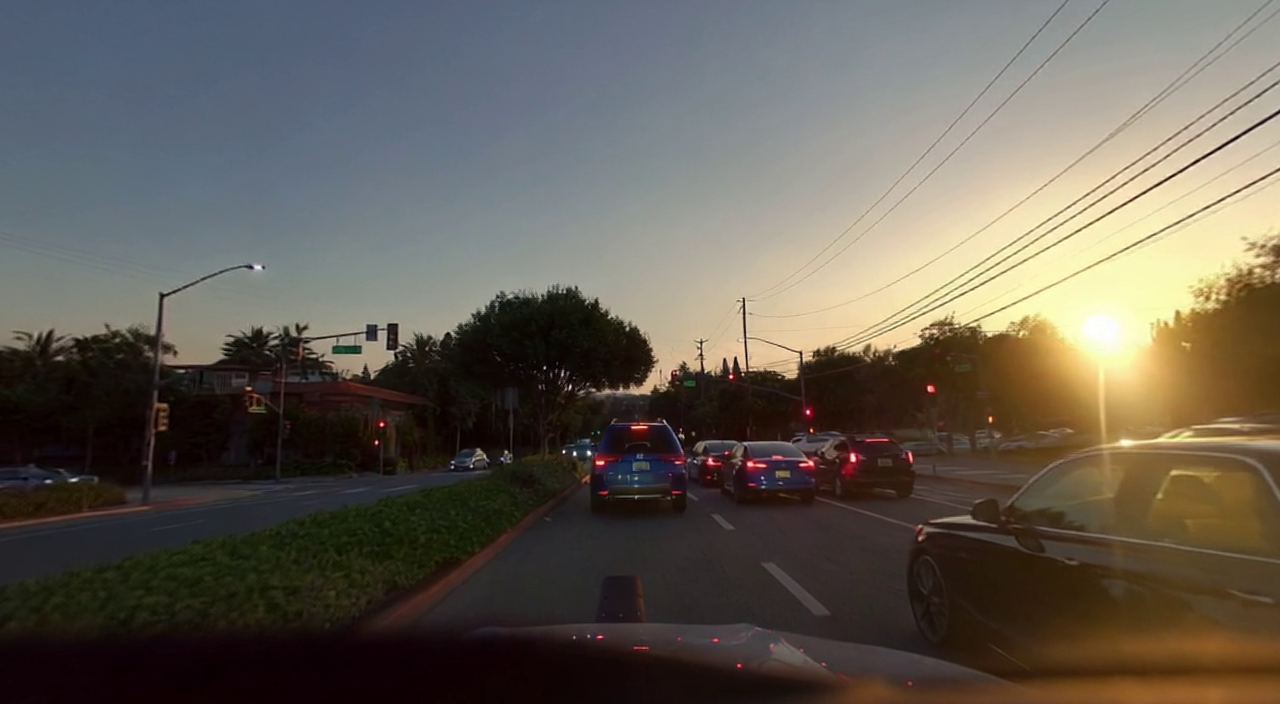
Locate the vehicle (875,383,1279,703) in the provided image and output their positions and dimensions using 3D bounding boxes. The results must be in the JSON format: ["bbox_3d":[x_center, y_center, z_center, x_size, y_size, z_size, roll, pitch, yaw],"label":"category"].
[{"bbox_3d":[2.770,0.932,2.500,2.004,1.460,4.297,0,-9,0],"label":"vehicle"}]

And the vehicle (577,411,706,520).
[{"bbox_3d":[0.008,2.334,13.424,2.236,1.856,4.816,0,-9,0],"label":"vehicle"}]

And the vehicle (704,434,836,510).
[{"bbox_3d":[2.790,2.694,14.663,2.025,1.477,4.333,0,-9,-1],"label":"vehicle"}]

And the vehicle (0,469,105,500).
[{"bbox_3d":[-33.260,7.411,35.443,4.550,1.601,1.766,1,-9,-7],"label":"vehicle"}]

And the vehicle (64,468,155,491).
[{"bbox_3d":[-37.897,9.115,45.242,4.569,1.505,1.992,1,-9,-5],"label":"vehicle"}]
